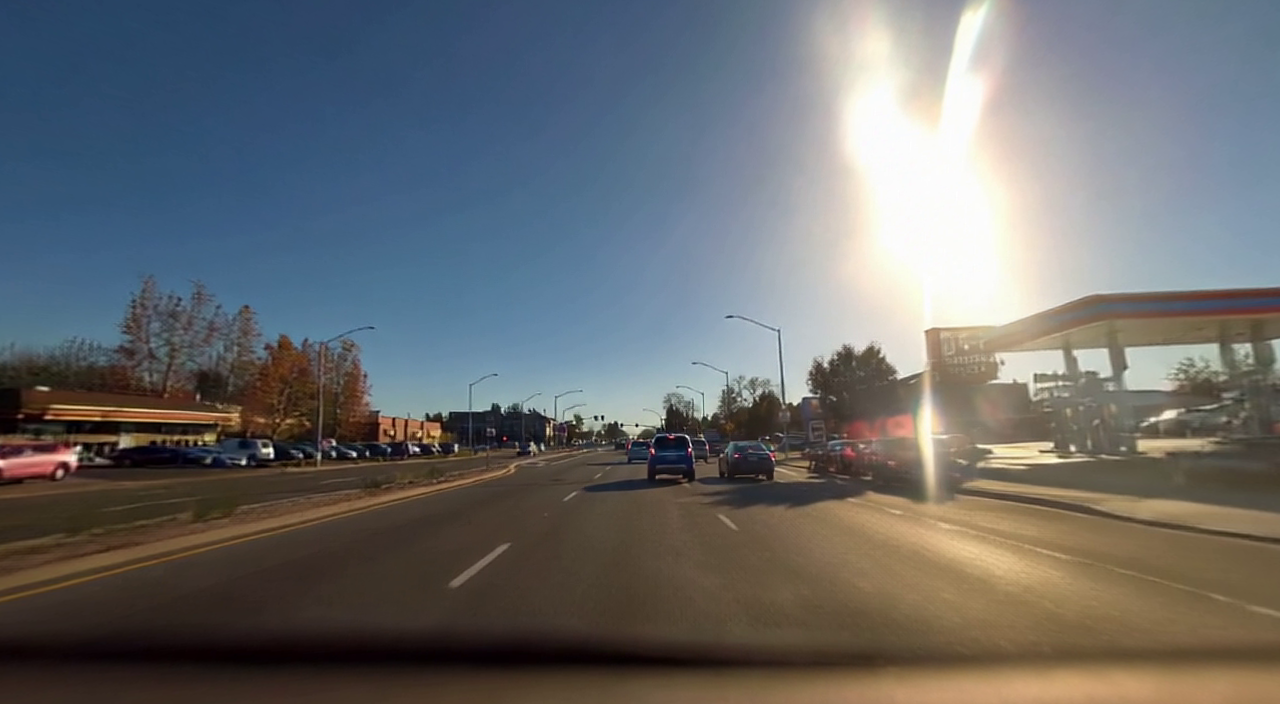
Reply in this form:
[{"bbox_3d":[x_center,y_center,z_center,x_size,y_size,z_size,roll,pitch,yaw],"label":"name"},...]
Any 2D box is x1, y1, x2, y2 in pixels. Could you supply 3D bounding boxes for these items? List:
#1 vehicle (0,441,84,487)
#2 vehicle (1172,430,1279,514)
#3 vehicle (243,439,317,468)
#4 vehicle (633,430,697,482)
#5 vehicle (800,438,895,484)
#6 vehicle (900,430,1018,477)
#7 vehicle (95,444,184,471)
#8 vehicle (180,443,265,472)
[{"bbox_3d":[-25.937,4.598,25.909,2.044,1.695,4.619,-1,-7,-5],"label":"vehicle"},{"bbox_3d":[14.060,2.288,12.689,4.620,1.464,2.102,-3,-8,0],"label":"vehicle"},{"bbox_3d":[-25.734,7.270,45.107,2.086,1.967,5.297,0,-8,1],"label":"vehicle"},{"bbox_3d":[0.955,4.122,25.245,2.317,1.857,5.150,0,-8,1],"label":"vehicle"},{"bbox_3d":[7.362,3.900,22.848,1.818,1.459,4.806,0,-8,0],"label":"vehicle"},{"bbox_3d":[12.706,4.083,25.425,2.019,1.711,4.862,0,-8,-3],"label":"vehicle"},{"bbox_3d":[-31.591,6.645,39.811,1.920,1.446,4.448,-3,-8,1],"label":"vehicle"},{"bbox_3d":[-26.245,6.626,39.686,1.922,1.755,4.511,-1,-8,6],"label":"vehicle"}]
